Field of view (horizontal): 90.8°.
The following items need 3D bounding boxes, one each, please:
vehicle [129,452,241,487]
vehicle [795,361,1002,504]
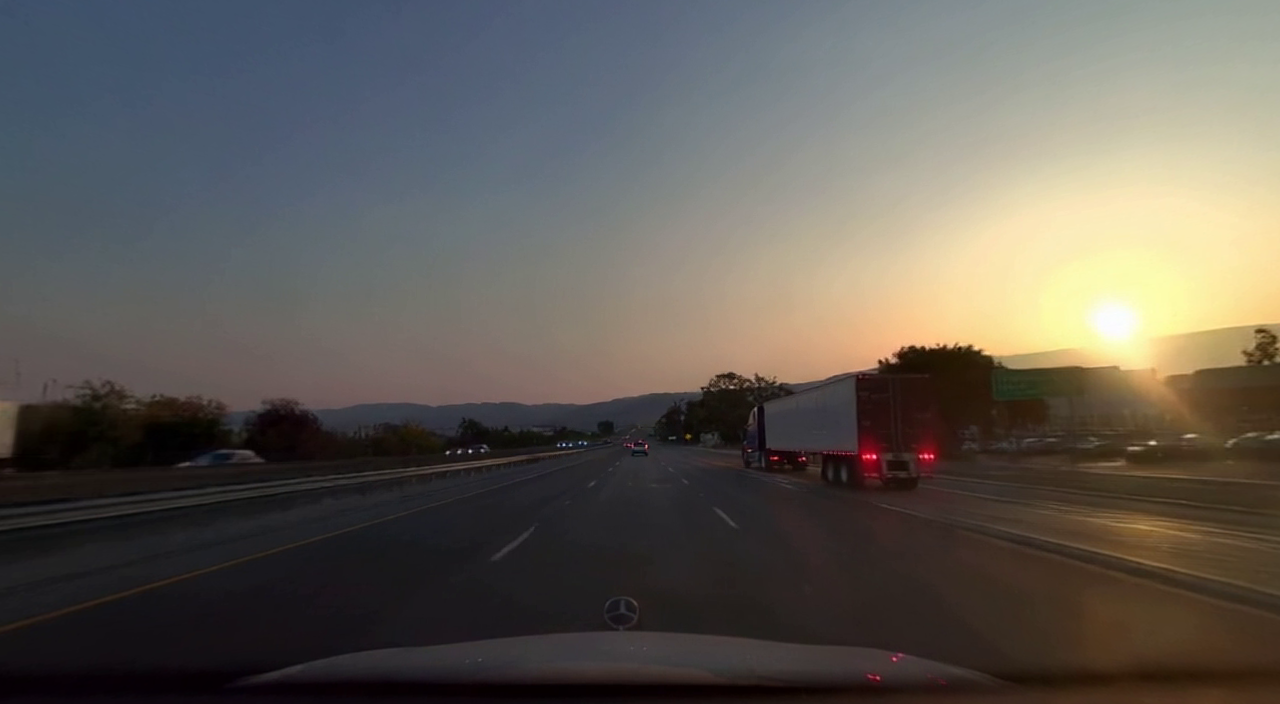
[{"bbox_3d":[-21.811,5.609,30.521,1.964,1.493,4.550,0,-8,1],"label":"vehicle"},{"bbox_3d":[6.786,2.375,18.267,2.793,3.204,7.997,-1,-8,2],"label":"vehicle"}]
